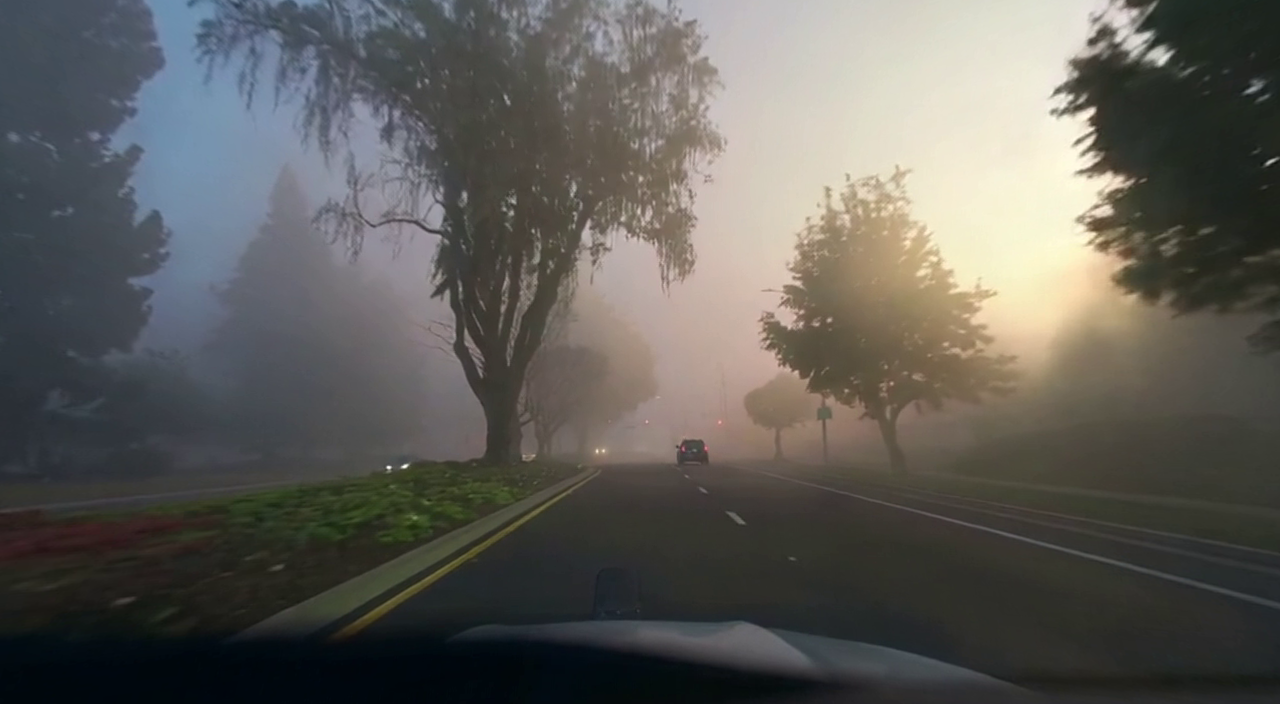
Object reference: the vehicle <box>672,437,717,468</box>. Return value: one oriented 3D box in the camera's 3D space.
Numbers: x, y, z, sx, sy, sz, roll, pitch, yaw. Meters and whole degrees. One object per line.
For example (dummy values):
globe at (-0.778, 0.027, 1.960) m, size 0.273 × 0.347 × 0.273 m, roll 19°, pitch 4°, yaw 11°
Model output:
vehicle at (3.345, 6.305, 39.913) m, size 2.229 × 1.795 × 4.927 m, roll 0°, pitch -8°, yaw -2°

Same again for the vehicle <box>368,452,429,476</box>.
vehicle at (-16.097, 7.453, 42.357) m, size 2.185 × 1.468 × 4.735 m, roll 0°, pitch -8°, yaw 0°
